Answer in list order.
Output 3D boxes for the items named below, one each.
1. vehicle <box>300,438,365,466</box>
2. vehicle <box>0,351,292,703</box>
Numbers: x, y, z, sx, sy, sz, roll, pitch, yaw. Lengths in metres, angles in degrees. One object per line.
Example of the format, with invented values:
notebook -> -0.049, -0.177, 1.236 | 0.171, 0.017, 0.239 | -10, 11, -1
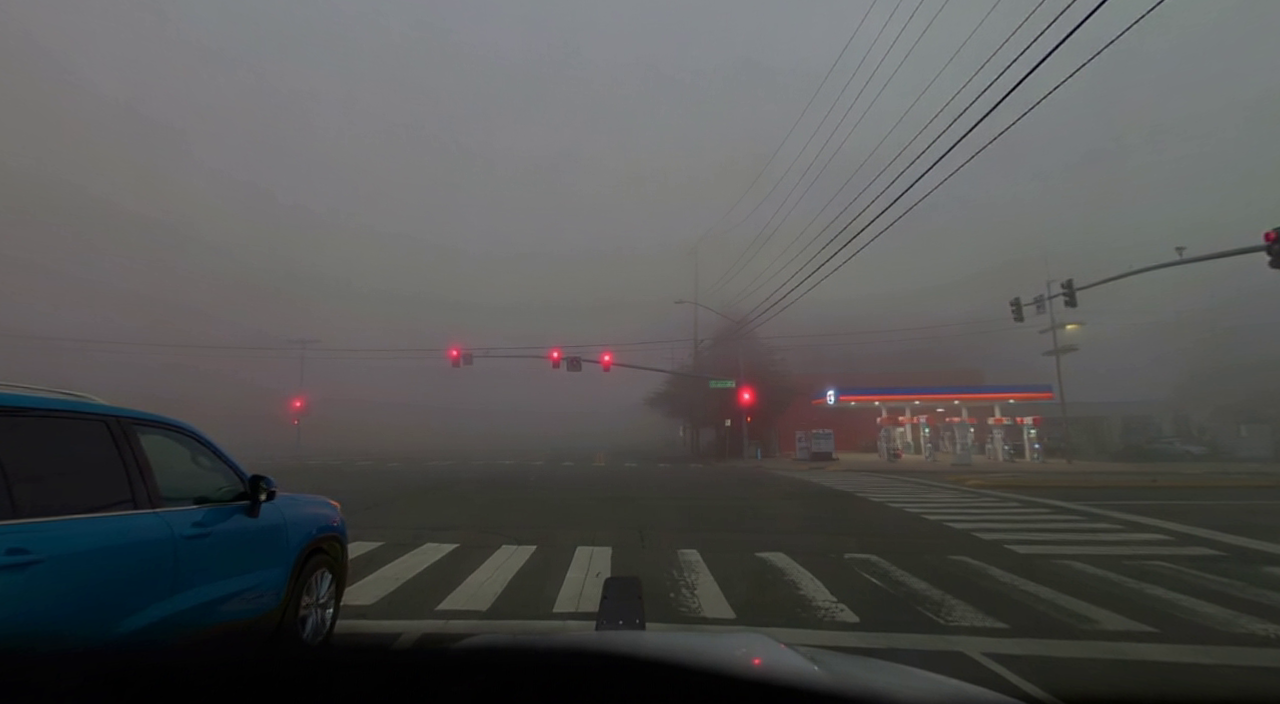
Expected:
vehicle -> -20.488, 6.686, 42.157 | 2.004, 1.699, 4.486 | 0, -9, 1
vehicle -> -3.431, 0.802, 2.047 | 2.053, 1.690, 4.364 | 0, -9, 0
